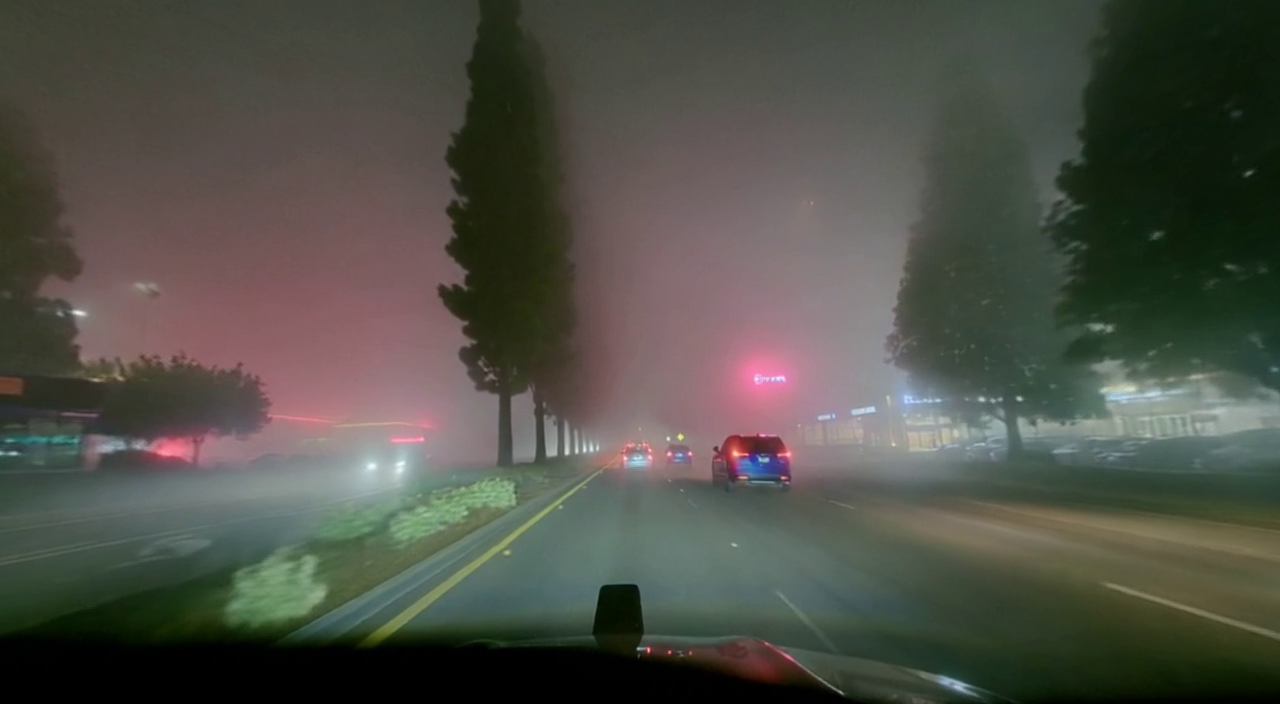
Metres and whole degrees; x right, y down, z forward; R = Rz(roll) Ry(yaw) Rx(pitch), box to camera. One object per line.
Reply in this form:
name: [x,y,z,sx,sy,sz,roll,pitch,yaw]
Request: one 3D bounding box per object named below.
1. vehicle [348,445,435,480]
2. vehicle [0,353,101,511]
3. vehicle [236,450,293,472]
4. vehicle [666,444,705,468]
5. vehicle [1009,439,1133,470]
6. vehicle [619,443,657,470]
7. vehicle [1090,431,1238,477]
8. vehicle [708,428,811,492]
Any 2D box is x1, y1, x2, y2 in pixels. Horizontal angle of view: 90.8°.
vehicle: [-11.639,5.200,30.076,1.971,1.481,5.500,0,-8,0]
vehicle: [-18.928,1.405,11.997,3.207,4.202,16.118,0,-9,0]
vehicle: [-28.208,8.198,47.645,1.956,1.476,3.991,-1,-8,-2]
vehicle: [2.703,6.295,38.419,1.970,1.402,3.756,0,-8,-2]
vehicle: [20.612,4.887,30.363,4.451,1.400,2.108,0,-8,-2]
vehicle: [-0.134,5.854,35.623,2.056,1.440,3.798,0,-8,-1]
vehicle: [20.782,4.022,25.158,4.162,1.546,2.051,-2,-7,-6]
vehicle: [3.680,3.439,20.465,2.140,1.811,4.593,0,-8,-4]
